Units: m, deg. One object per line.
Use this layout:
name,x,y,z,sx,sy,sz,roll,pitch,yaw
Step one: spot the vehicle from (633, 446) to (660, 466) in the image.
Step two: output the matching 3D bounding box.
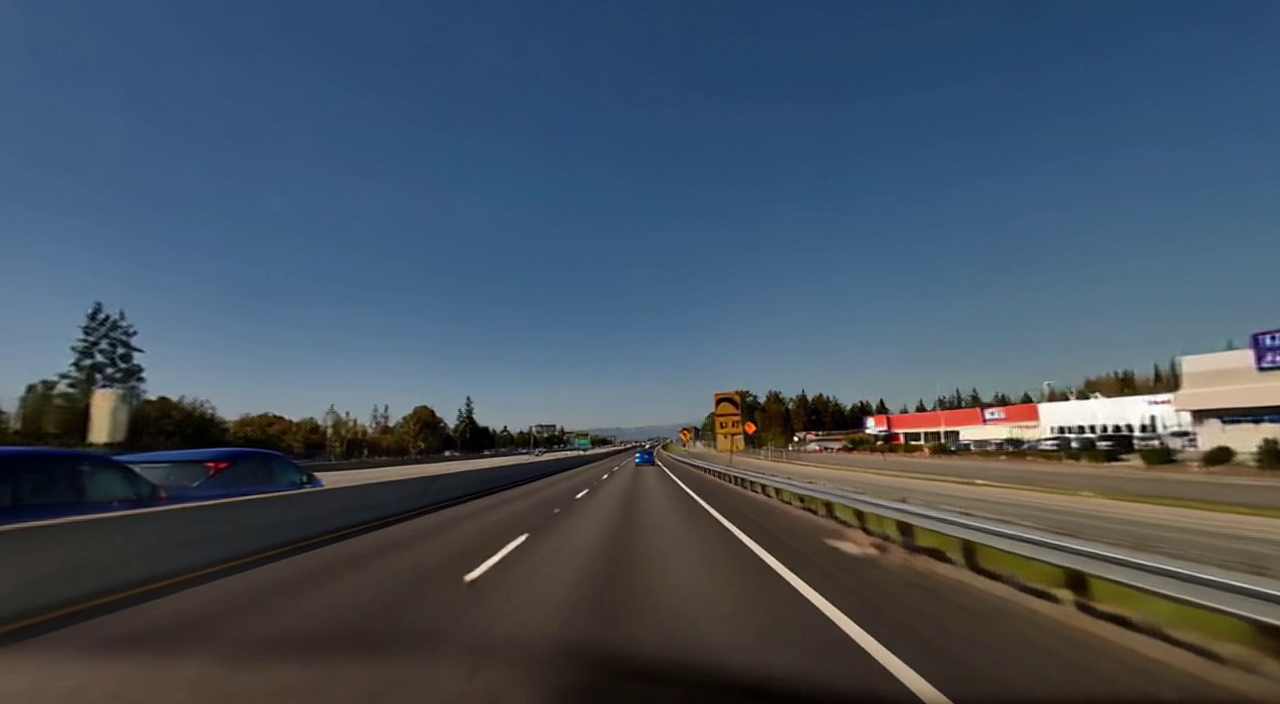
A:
vehicle,0.465,8.054,48.712,2.014,1.507,3.960,0,-9,0
